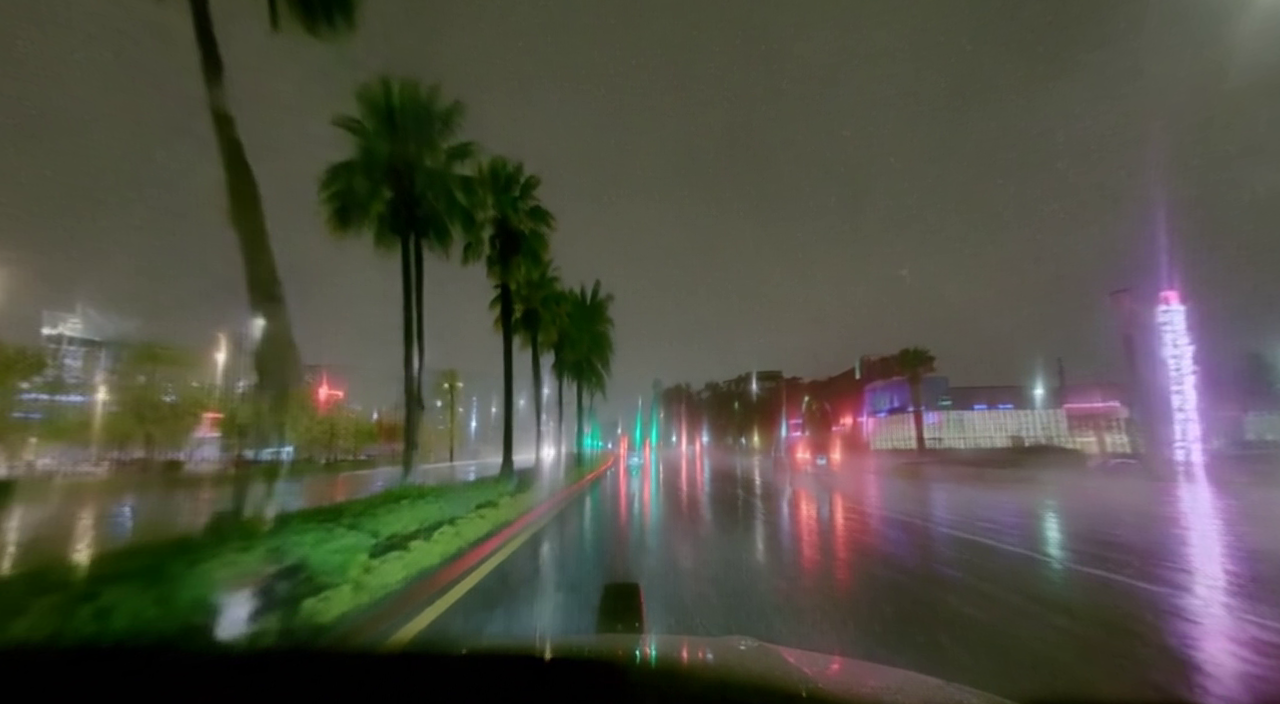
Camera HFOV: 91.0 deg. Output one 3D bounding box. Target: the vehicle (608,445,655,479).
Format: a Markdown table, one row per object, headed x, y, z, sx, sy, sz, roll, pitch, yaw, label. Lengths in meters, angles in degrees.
| x | y | z | sx | sy | sz | roll | pitch | yaw | label |
| --- | --- | --- | --- | --- | --- | --- | --- | --- | --- |
| -0.354 | 4.849 | 28.118 | 1.970 | 1.402 | 3.756 | 0 | -8 | 0 | vehicle |

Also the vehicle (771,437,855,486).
| x | y | z | sx | sy | sz | roll | pitch | yaw | label |
| --- | --- | --- | --- | --- | --- | --- | --- | --- | --- |
| 6.391 | 4.082 | 23.759 | 1.949 | 1.647 | 3.894 | 0 | -8 | -2 | vehicle |

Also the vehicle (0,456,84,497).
| x | y | z | sx | sy | sz | roll | pitch | yaw | label |
| --- | --- | --- | --- | --- | --- | --- | --- | --- | --- |
| -24.388 | 4.790 | 24.428 | 3.898 | 1.459 | 1.680 | 1 | -8 | -2 | vehicle |
